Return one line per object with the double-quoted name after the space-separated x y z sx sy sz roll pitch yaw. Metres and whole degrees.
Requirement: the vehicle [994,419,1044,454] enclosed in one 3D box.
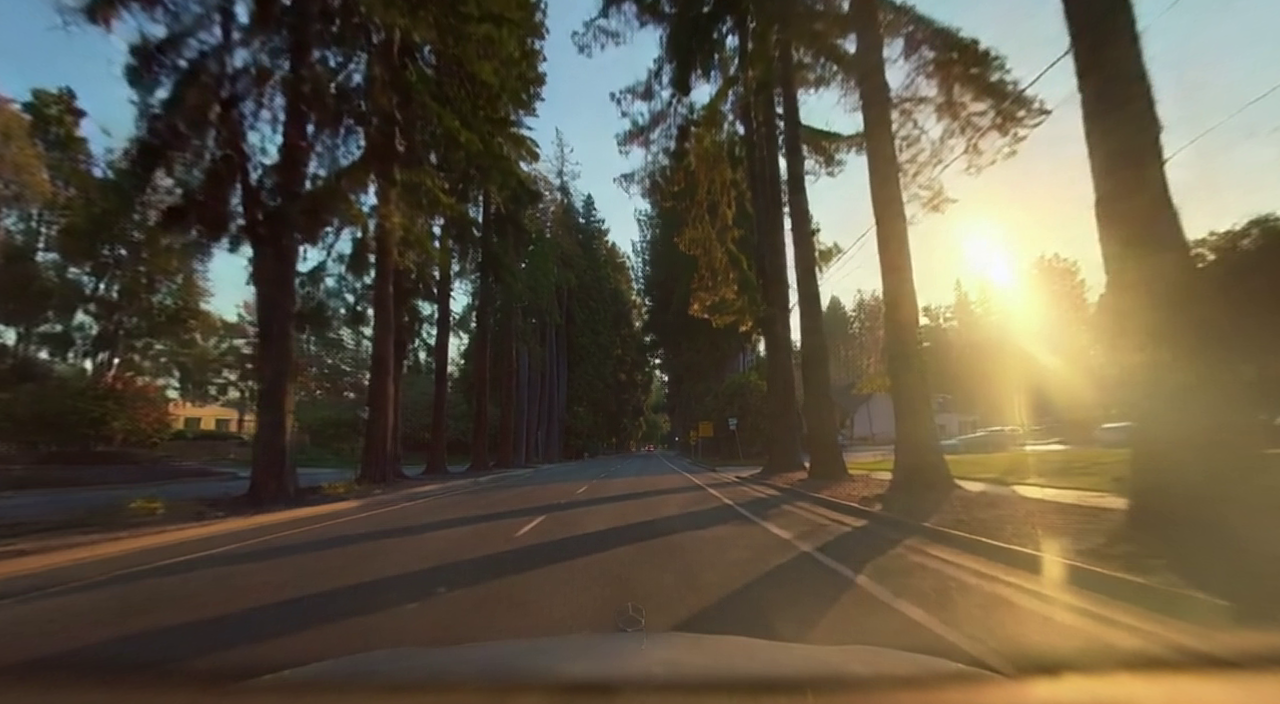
21.746 4.894 36.274 1.889 1.853 4.207 -4 -9 24 "vehicle"
